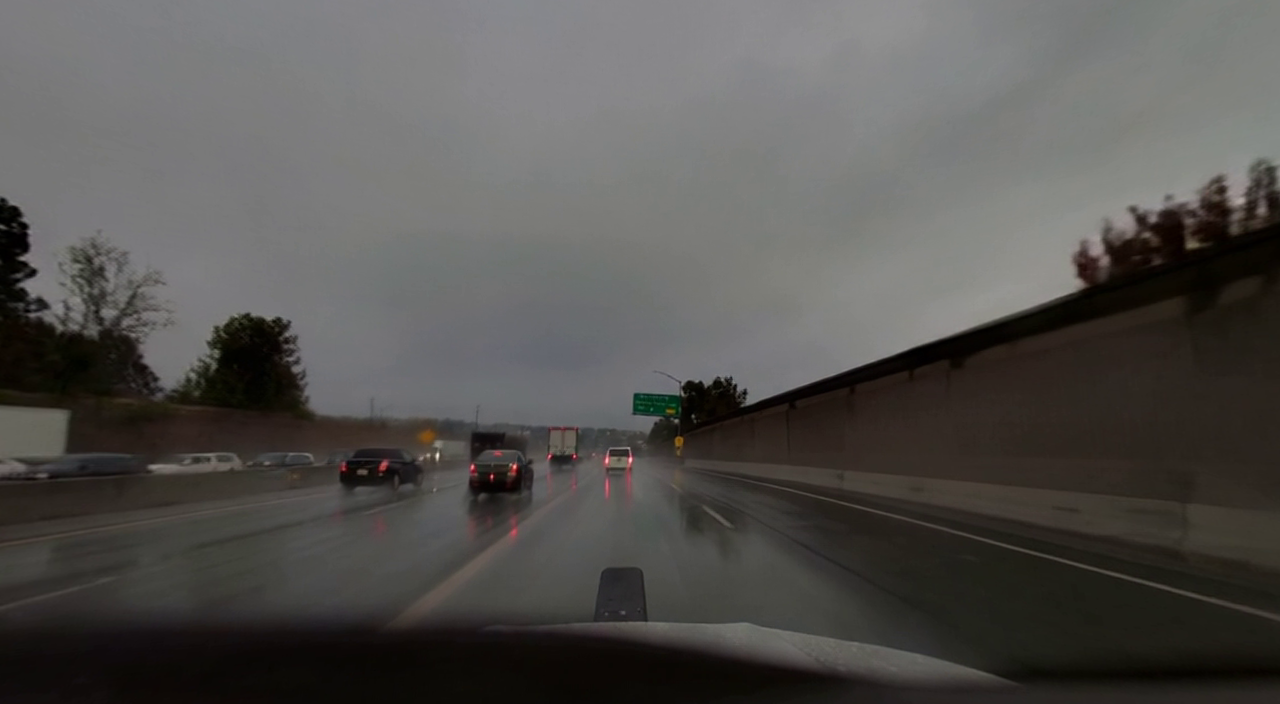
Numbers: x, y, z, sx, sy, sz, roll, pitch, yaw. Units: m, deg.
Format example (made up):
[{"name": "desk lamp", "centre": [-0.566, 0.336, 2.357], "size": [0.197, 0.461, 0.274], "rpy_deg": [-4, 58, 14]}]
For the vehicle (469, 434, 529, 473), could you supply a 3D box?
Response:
[{"name": "vehicle", "centre": [-9.217, 6.694, 41.890], "size": [2.773, 2.402, 6.232], "rpy_deg": [0, -8, -2]}]

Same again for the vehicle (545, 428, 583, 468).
[{"name": "vehicle", "centre": [-5.438, 6.947, 45.827], "size": [2.279, 2.672, 5.256], "rpy_deg": [0, -8, -2]}]

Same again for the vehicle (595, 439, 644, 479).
[{"name": "vehicle", "centre": [-0.941, 4.820, 28.719], "size": [2.092, 1.671, 3.772], "rpy_deg": [0, -8, -2]}]

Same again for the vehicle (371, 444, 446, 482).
[{"name": "vehicle", "centre": [-11.981, 5.722, 33.079], "size": [2.079, 1.807, 5.187], "rpy_deg": [0, -8, -2]}]

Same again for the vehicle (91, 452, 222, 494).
[{"name": "vehicle", "centre": [-19.823, 4.934, 26.169], "size": [1.903, 1.506, 4.545], "rpy_deg": [0, -8, -2]}]

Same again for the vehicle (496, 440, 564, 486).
[{"name": "vehicle", "centre": [-4.270, 4.370, 25.227], "size": [2.005, 1.631, 4.295], "rpy_deg": [0, -8, -1]}]

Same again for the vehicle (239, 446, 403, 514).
[{"name": "vehicle", "centre": [-7.908, 3.175, 16.213], "size": [1.896, 1.465, 4.399], "rpy_deg": [0, -8, 0]}]
